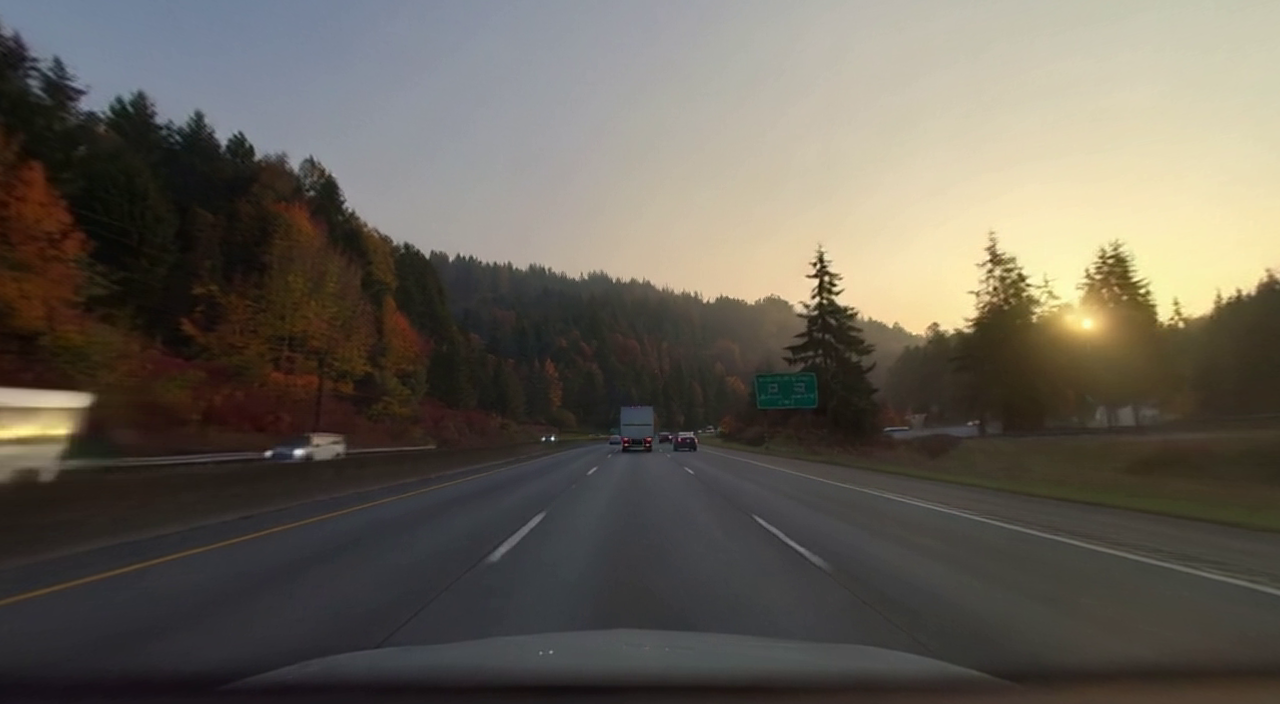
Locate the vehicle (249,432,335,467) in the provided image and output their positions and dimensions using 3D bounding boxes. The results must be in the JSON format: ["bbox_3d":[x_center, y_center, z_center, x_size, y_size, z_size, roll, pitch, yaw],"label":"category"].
[{"bbox_3d":[-20.000,5.620,36.438,2.070,1.882,5.035,0,-8,0],"label":"vehicle"}]

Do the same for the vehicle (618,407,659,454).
[{"bbox_3d":[-0.210,5.416,43.282,2.631,2.957,6.512,0,-8,-2],"label":"vehicle"}]
